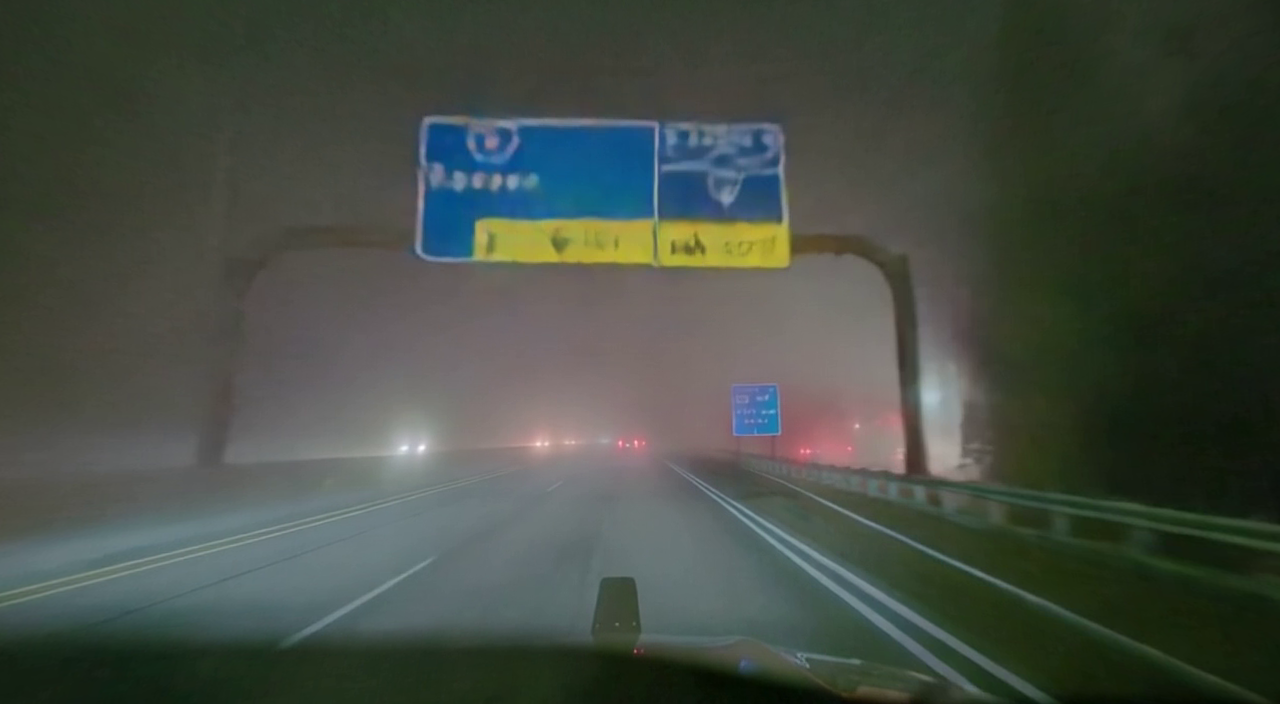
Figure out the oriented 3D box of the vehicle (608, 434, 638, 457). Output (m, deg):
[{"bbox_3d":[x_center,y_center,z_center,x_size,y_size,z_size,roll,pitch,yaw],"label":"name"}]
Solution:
[{"bbox_3d":[-1.164,6.577,44.245,2.025,1.519,3.924,0,-8,-1],"label":"vehicle"}]
